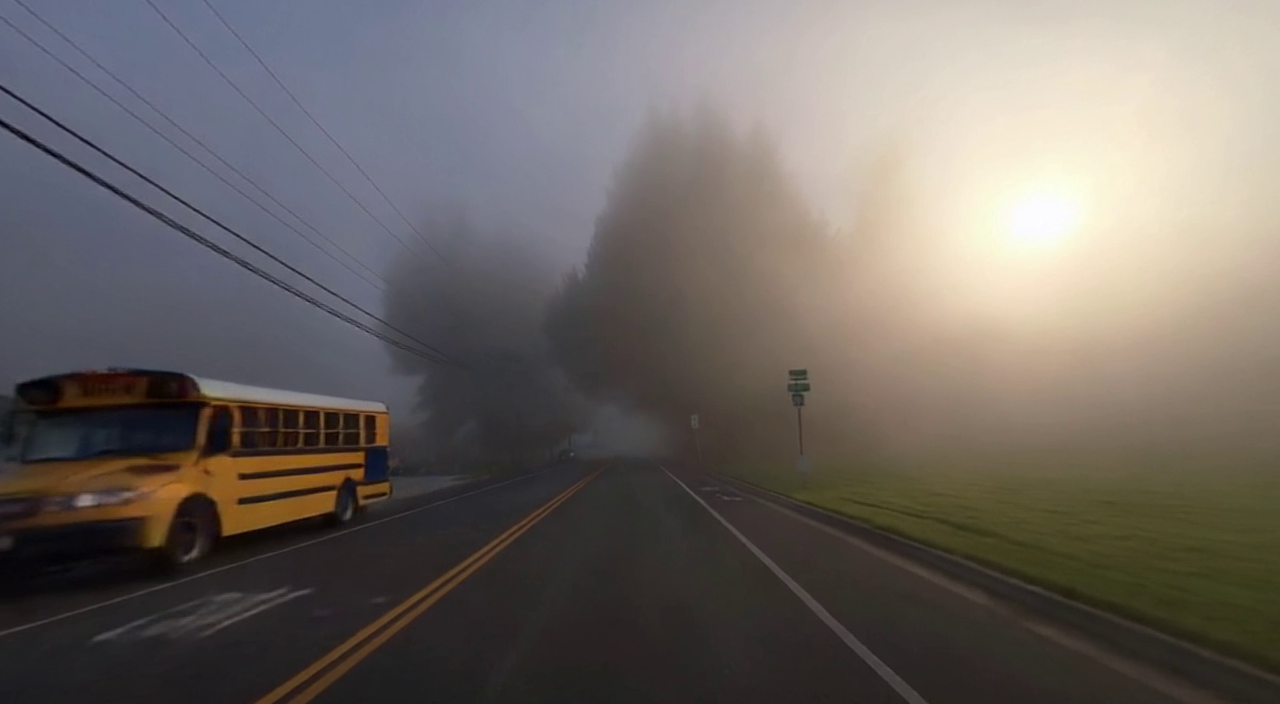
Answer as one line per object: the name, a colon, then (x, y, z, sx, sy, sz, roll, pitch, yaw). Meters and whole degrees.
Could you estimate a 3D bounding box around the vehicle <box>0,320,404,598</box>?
vehicle: (-6.692, 1.620, 10.165, 2.835, 2.876, 7.091, -1, -9, 2)
